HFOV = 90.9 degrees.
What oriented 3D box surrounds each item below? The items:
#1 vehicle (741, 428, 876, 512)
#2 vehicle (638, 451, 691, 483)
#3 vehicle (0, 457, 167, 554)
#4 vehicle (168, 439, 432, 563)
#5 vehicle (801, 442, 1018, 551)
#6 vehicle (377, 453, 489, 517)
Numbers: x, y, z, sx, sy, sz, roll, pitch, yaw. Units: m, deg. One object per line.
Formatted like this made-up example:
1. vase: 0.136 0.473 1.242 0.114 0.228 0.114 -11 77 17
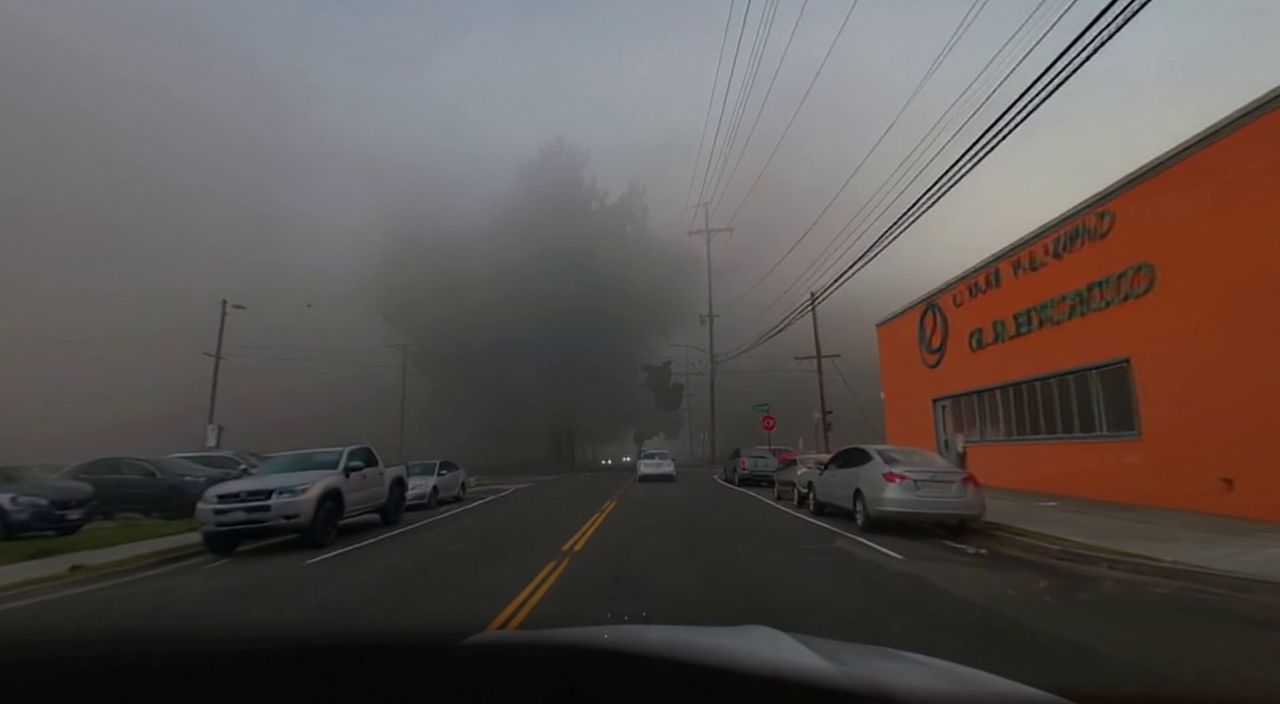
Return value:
1. vehicle: 4.187 2.985 16.620 2.178 1.856 4.756 1 -8 -1
2. vehicle: 1.374 6.080 33.662 2.033 1.464 4.645 -2 -8 12
3. vehicle: -11.730 2.651 11.177 4.968 1.493 1.961 0 -8 -3
4. vehicle: -5.795 2.540 11.772 2.146 1.775 5.117 0 -8 -1
5. vehicle: 4.227 2.284 10.820 1.840 1.452 4.517 0 -8 2
6. vehicle: -5.555 3.581 17.424 1.820 1.482 3.737 0 -8 0
